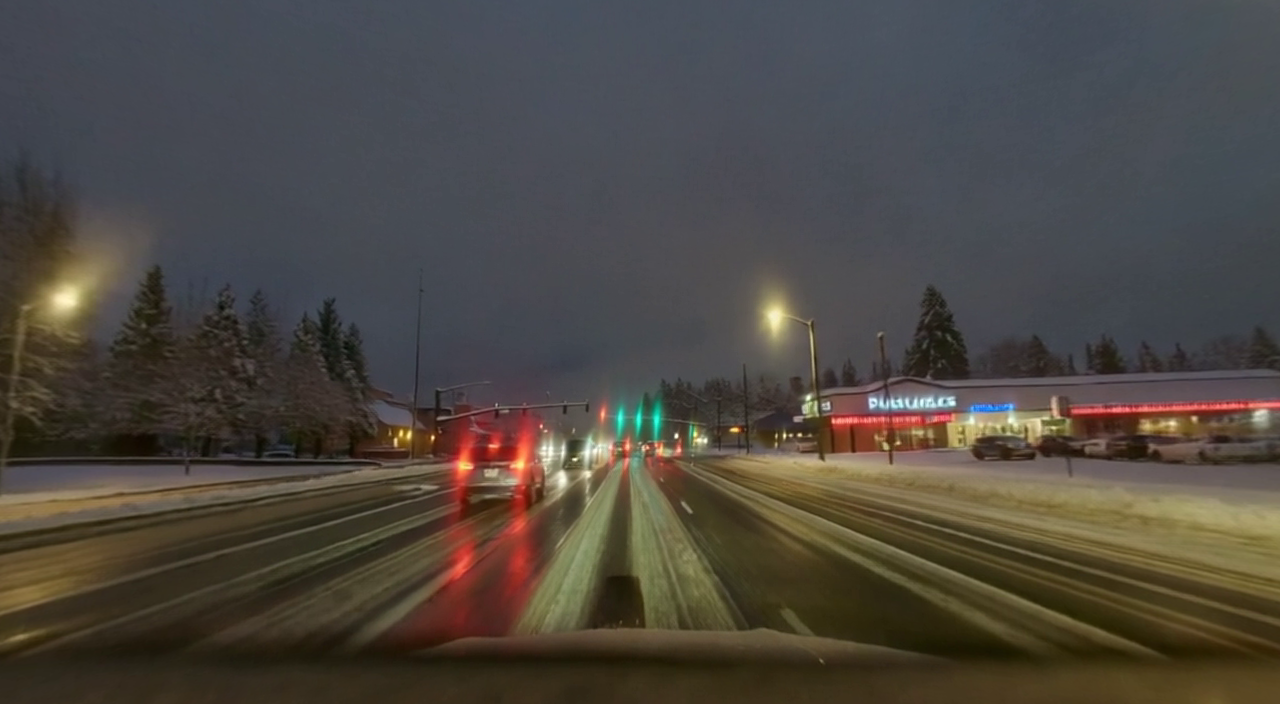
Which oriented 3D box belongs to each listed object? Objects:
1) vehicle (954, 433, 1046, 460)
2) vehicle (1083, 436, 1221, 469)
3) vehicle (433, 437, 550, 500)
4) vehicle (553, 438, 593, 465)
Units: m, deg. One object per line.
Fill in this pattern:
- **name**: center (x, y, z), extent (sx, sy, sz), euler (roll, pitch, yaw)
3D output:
- **vehicle**: center (23.353, 6.184, 41.190), extent (4.824, 1.693, 1.984), euler (-3, -9, 21)
- **vehicle**: center (25.088, 4.953, 31.191), extent (4.799, 1.497, 1.952), euler (-4, -9, 22)
- **vehicle**: center (-3.915, 3.161, 17.580), extent (2.097, 1.497, 4.571), euler (0, -8, 0)
- **vehicle**: center (-4.298, 6.489, 41.189), extent (2.143, 1.643, 4.336), euler (0, -8, 0)
